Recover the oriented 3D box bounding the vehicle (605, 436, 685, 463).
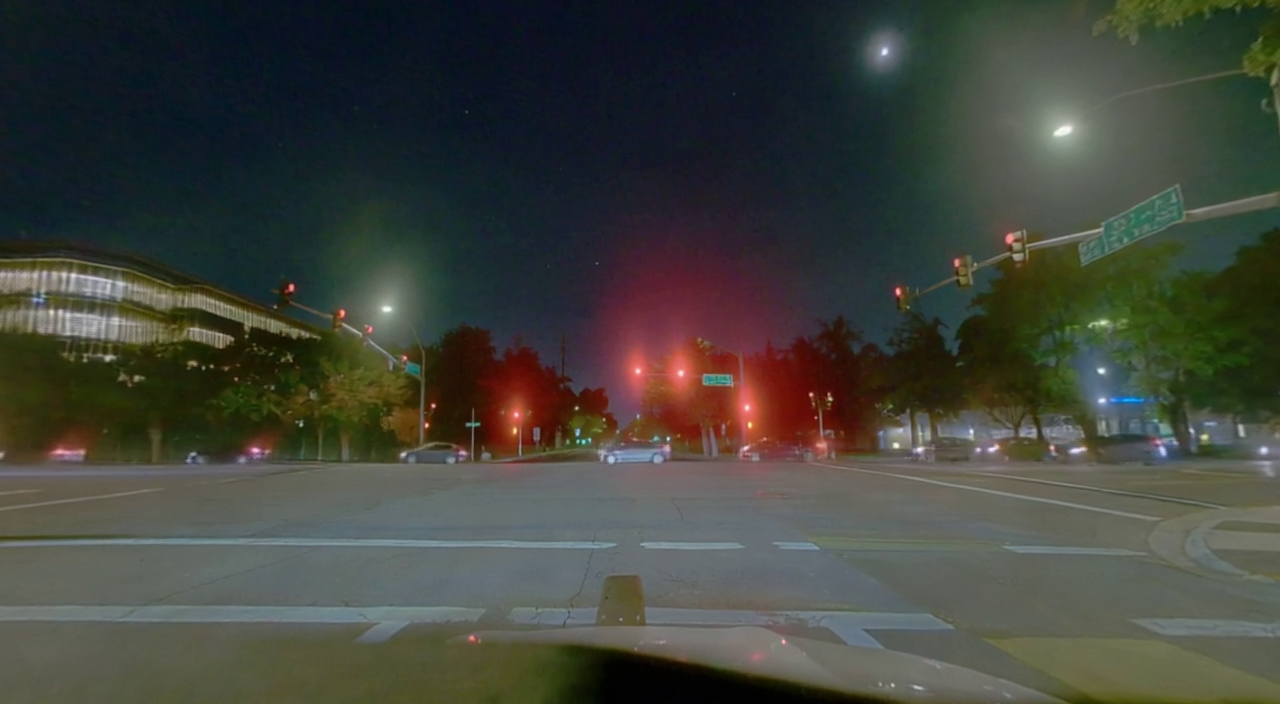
[{"bbox_3d":[0.276,5.669,36.764,4.519,1.476,1.767,0,-9,0],"label":"vehicle"}]

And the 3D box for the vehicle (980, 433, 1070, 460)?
[{"bbox_3d":[24.674,6.079,40.584,4.488,1.667,1.869,0,-9,1],"label":"vehicle"}]

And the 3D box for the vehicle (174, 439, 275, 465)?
[{"bbox_3d":[-24.080,5.820,36.684,4.631,1.435,1.715,0,-9,0],"label":"vehicle"}]

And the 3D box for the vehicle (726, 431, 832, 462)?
[{"bbox_3d":[8.707,5.981,40.027,6.133,1.833,2.155,0,-9,1],"label":"vehicle"}]

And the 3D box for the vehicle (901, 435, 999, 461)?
[{"bbox_3d":[18.102,5.616,37.029,4.724,1.452,1.870,0,-9,1],"label":"vehicle"}]

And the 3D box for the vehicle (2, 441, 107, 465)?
[{"bbox_3d":[-37.275,6.456,40.300,4.759,1.445,1.865,0,-9,-1],"label":"vehicle"}]

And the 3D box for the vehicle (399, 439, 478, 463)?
[{"bbox_3d":[-12.818,6.346,40.416,4.443,1.472,1.794,0,-9,0],"label":"vehicle"}]

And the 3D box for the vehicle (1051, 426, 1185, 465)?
[{"bbox_3d":[23.033,4.519,30.596,4.662,1.764,2.064,-1,-9,2],"label":"vehicle"}]
